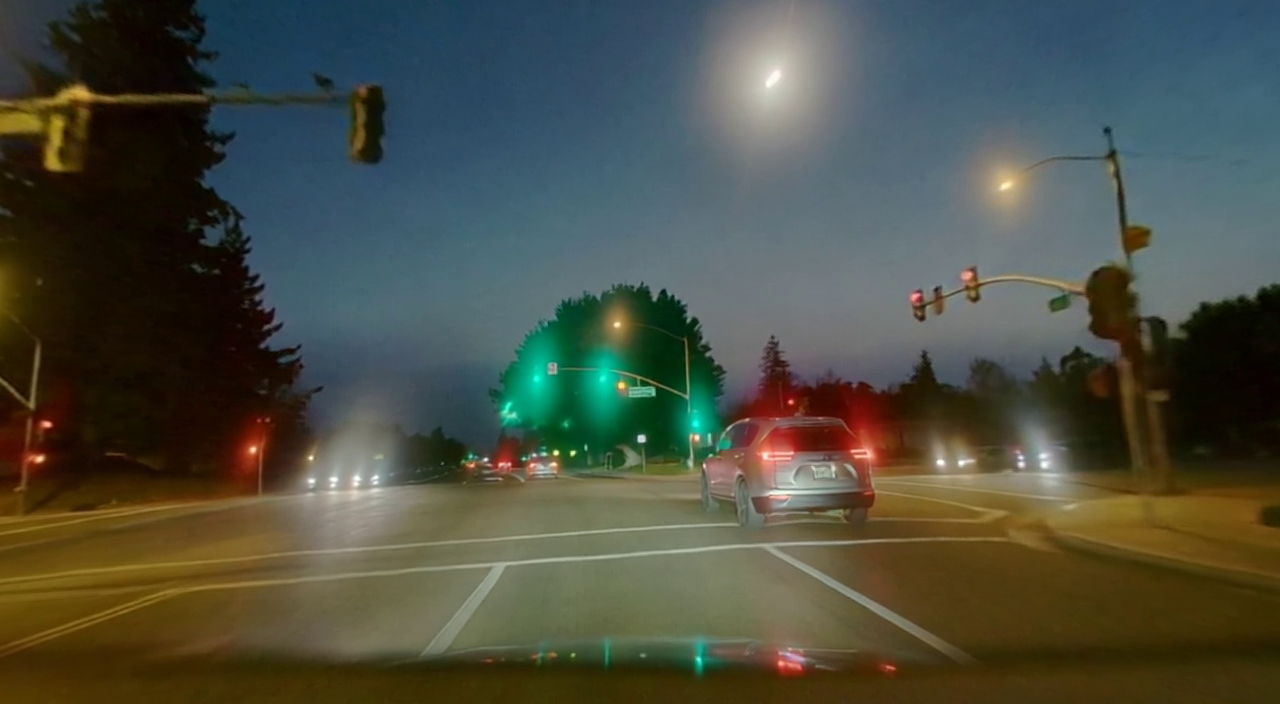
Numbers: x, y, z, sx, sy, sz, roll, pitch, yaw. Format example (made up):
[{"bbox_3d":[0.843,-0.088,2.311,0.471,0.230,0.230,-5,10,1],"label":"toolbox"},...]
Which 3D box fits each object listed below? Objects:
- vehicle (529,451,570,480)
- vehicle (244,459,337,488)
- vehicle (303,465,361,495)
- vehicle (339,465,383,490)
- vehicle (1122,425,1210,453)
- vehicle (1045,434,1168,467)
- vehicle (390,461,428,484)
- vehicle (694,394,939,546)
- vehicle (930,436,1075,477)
[{"bbox_3d":[-5.951,7.329,41.038,2.138,1.729,4.178,2,-9,-15],"label":"vehicle"},{"bbox_3d":[-26.832,9.335,48.627,5.734,1.950,2.287,1,-9,-13],"label":"vehicle"},{"bbox_3d":[-18.813,7.820,38.761,1.955,1.509,4.640,-2,-9,-10],"label":"vehicle"},{"bbox_3d":[-19.658,8.827,44.540,1.965,1.416,4.613,-2,-8,-13],"label":"vehicle"},{"bbox_3d":[35.283,5.859,42.279,4.533,1.759,2.101,3,-10,-14],"label":"vehicle"},{"bbox_3d":[22.435,4.757,30.437,4.329,1.462,1.999,-1,-8,1],"label":"vehicle"},{"bbox_3d":[-17.061,8.903,46.758,2.035,1.475,4.639,1,-9,-12],"label":"vehicle"},{"bbox_3d":[2.705,2.032,11.577,2.338,2.063,5.592,0,-9,-6],"label":"vehicle"},{"bbox_3d":[13.872,3.986,24.276,4.413,1.449,1.963,1,-9,-7],"label":"vehicle"}]
